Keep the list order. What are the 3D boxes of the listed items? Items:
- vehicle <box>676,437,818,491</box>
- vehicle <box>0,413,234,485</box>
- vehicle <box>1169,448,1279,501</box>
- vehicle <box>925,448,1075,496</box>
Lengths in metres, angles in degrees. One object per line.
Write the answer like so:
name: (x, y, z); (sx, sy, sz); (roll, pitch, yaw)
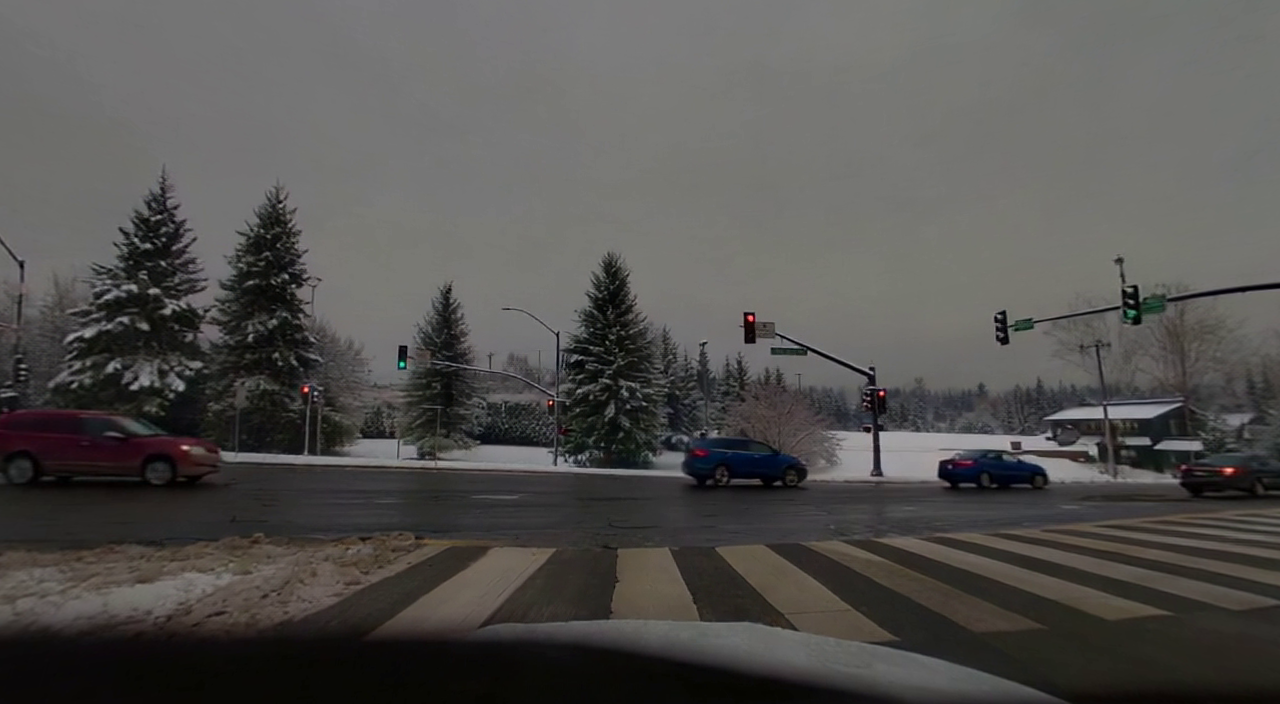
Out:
vehicle: (3.900, 4.065, 23.253); (4.708, 1.810, 1.986); (3, -9, -17)
vehicle: (-14.490, 2.667, 17.280); (5.155, 1.784, 2.174); (4, -9, -18)
vehicle: (19.796, 3.852, 20.164); (4.952, 1.511, 1.855); (2, -9, -17)
vehicle: (12.500, 4.115, 21.961); (4.475, 1.496, 1.861); (2, -9, -17)
